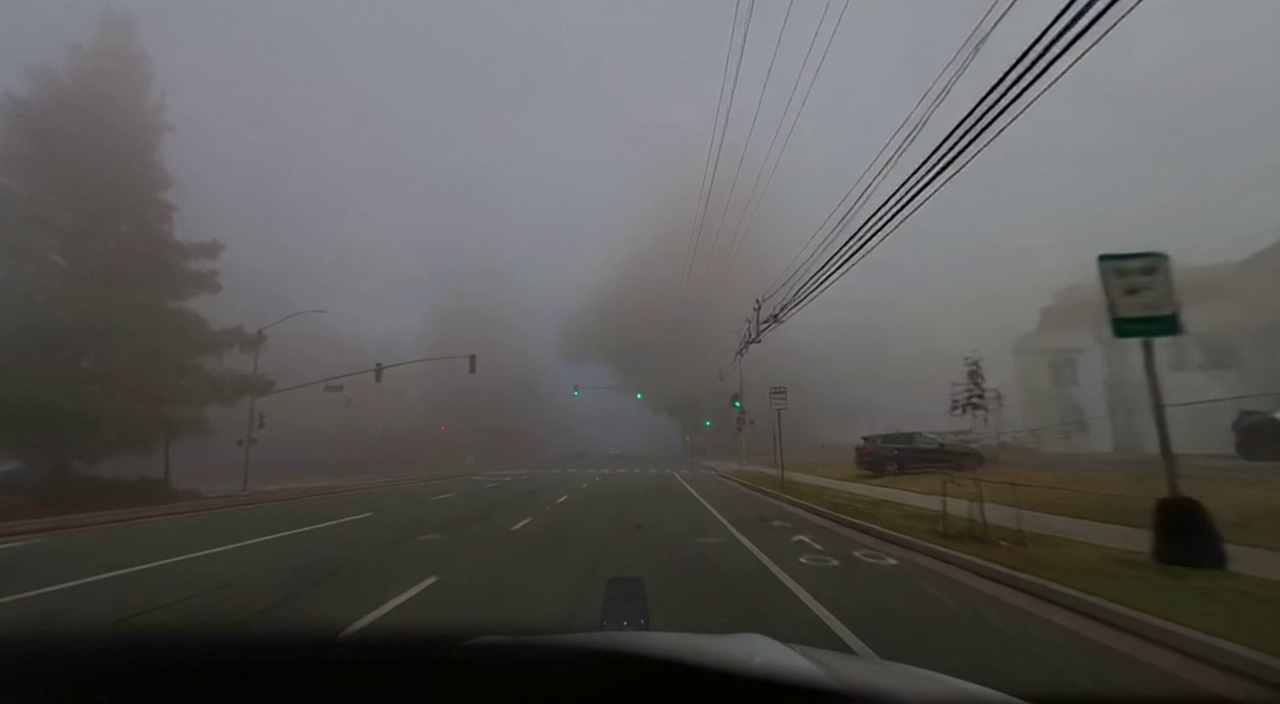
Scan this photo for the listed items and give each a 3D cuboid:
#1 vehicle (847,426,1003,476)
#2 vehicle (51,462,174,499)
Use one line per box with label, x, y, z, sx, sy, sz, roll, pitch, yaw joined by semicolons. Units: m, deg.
vehicle;10.541;3.695;23.596;4.765;1.738;2.101;0;-8;-2
vehicle;-26.825;6.533;32.171;4.451;1.724;1.988;0;-8;0
